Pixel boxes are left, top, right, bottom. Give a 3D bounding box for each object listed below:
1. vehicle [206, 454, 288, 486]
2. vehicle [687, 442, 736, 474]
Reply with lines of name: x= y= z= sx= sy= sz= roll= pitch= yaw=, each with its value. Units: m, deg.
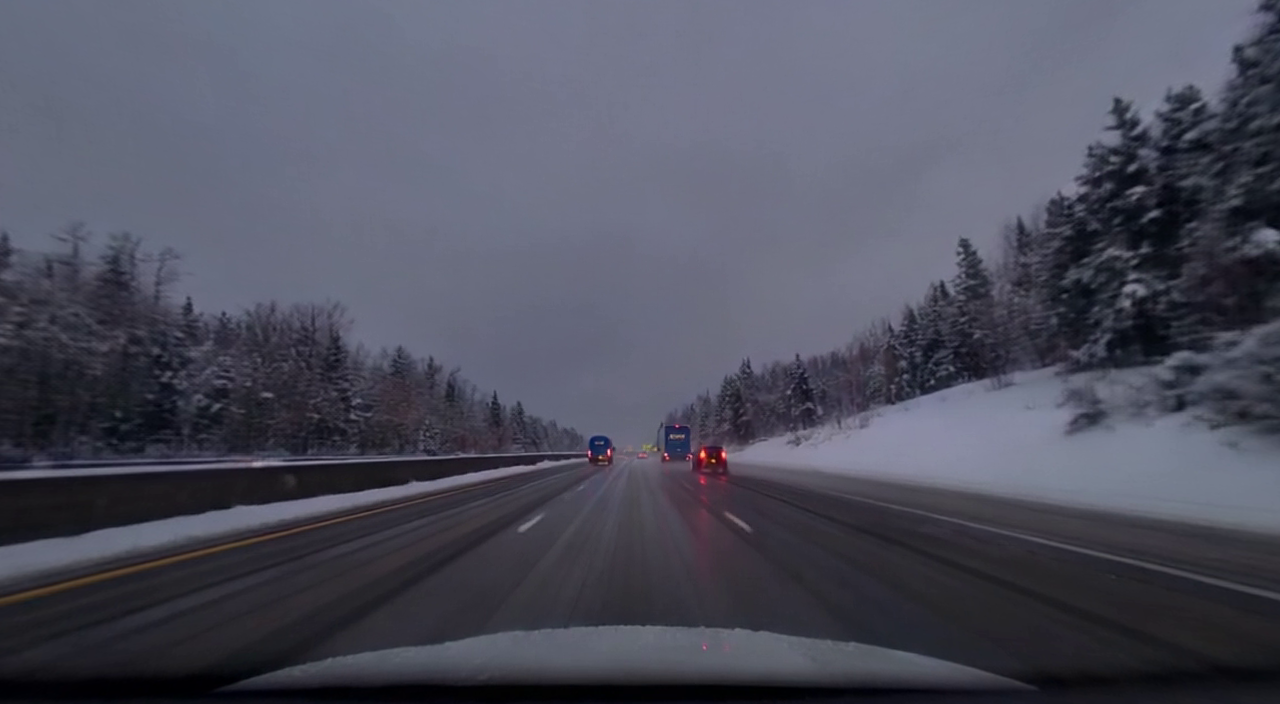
vehicle: x=-23.286 y=6.974 z=37.615 sx=1.971 sy=1.710 sz=4.493 roll=0 pitch=-9 yaw=1
vehicle: x=3.829 y=5.759 z=34.440 sx=2.066 sy=1.638 sz=4.158 roll=0 pitch=-9 yaw=-2
